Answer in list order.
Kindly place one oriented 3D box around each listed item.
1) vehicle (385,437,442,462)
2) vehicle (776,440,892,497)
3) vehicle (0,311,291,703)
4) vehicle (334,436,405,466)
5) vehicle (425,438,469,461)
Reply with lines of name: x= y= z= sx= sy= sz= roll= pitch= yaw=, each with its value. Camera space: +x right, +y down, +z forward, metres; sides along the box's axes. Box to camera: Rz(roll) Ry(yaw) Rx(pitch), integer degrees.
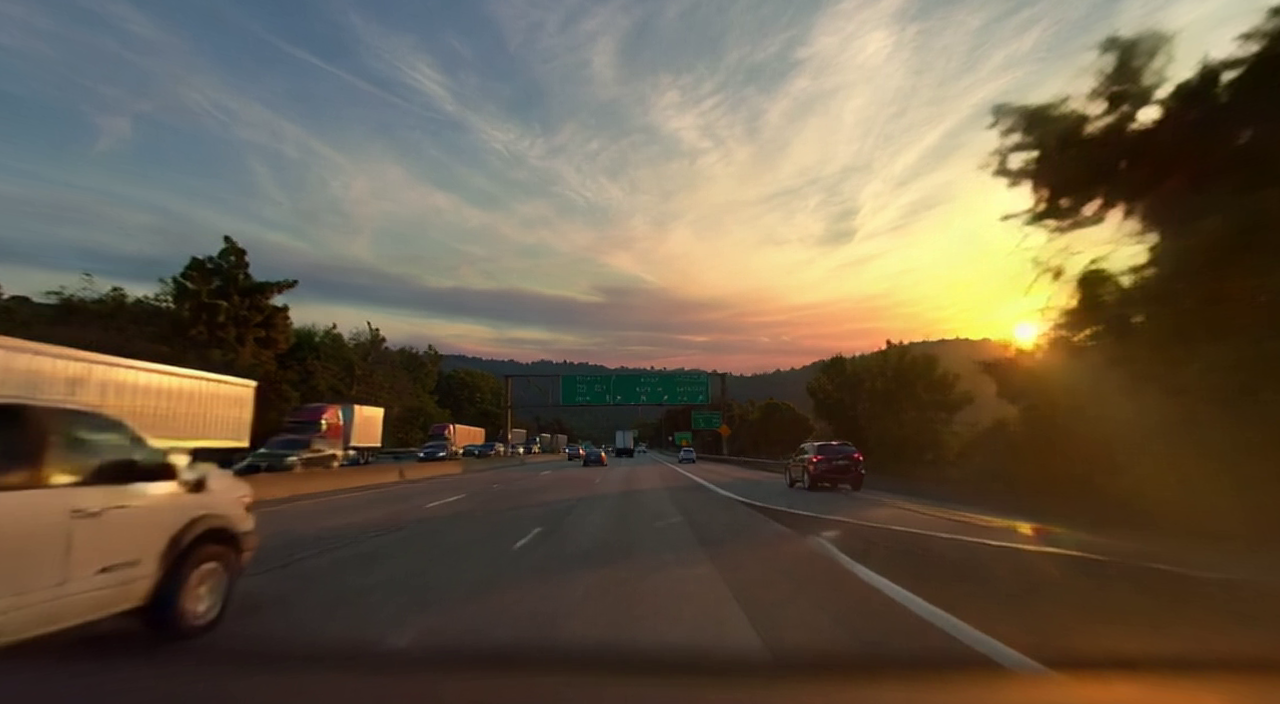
vehicle: x=-14.227 y=6.190 z=39.811 sx=1.967 sy=1.454 sz=4.432 roll=0 pitch=-9 yaw=0
vehicle: x=6.538 y=3.977 z=21.809 sx=2.080 sy=1.725 sz=4.252 roll=1 pitch=-9 yaw=-9
vehicle: x=-3.933 y=0.736 z=2.377 sx=2.220 sy=1.928 sz=5.176 roll=0 pitch=-9 yaw=0
vehicle: x=-14.192 y=5.263 z=33.364 sx=1.879 sy=1.444 sz=4.337 roll=0 pitch=-9 yaw=-1
vehicle: x=-14.458 y=7.358 z=47.384 sx=1.874 sy=1.513 sz=4.268 roll=2 pitch=-10 yaw=0
